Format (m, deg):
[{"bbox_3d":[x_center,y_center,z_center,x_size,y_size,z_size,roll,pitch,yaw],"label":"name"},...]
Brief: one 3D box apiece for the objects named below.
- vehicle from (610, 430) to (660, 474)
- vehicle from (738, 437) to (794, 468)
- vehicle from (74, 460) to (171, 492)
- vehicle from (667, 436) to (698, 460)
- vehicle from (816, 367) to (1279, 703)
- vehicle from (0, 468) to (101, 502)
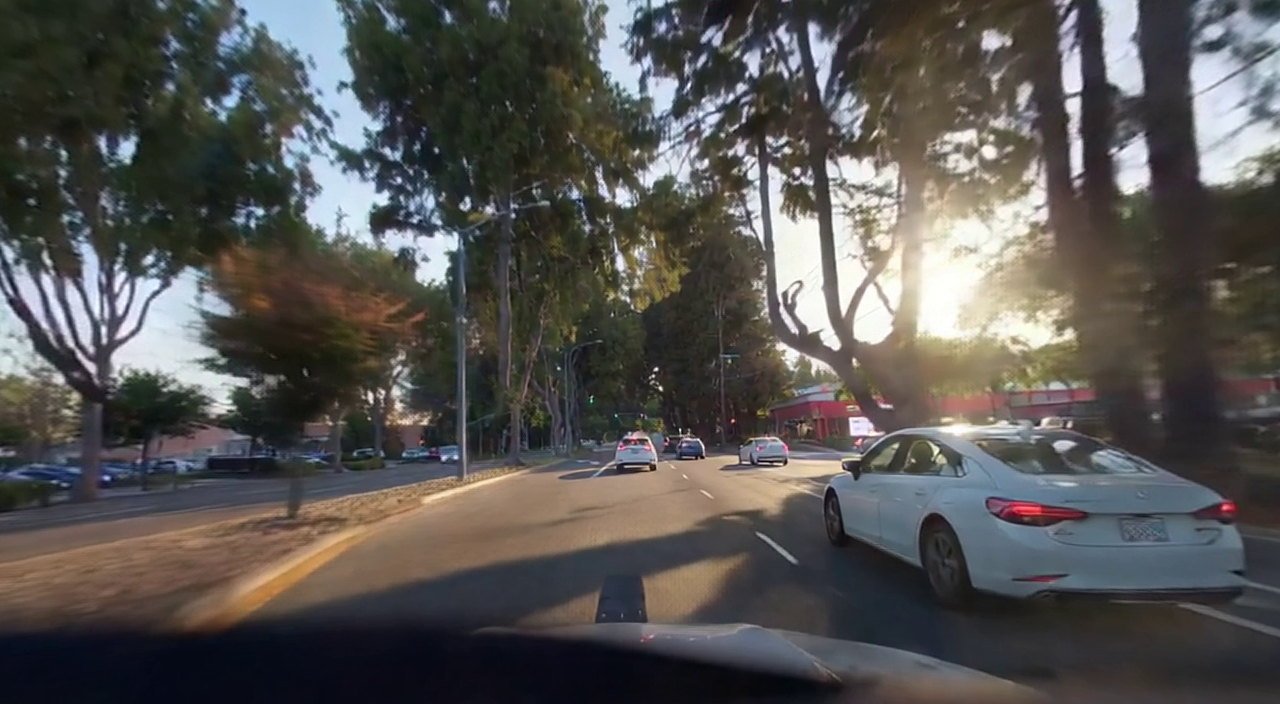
[{"bbox_3d":[-0.222,4.538,28.789,2.106,1.798,4.168,0,-8,0],"label":"vehicle"},{"bbox_3d":[6.337,5.132,32.264,1.883,1.452,4.258,0,-8,-1],"label":"vehicle"},{"bbox_3d":[-30.294,7.259,37.057,4.058,1.535,1.826,-2,-8,-2],"label":"vehicle"},{"bbox_3d":[3.172,7.335,48.266,2.000,1.745,4.206,0,-8,-1],"label":"vehicle"},{"bbox_3d":[3.238,1.226,5.369,2.153,1.658,4.485,0,-8,0],"label":"vehicle"},{"bbox_3d":[-29.979,6.564,31.246,4.689,1.535,2.042,0,-8,-1],"label":"vehicle"}]
